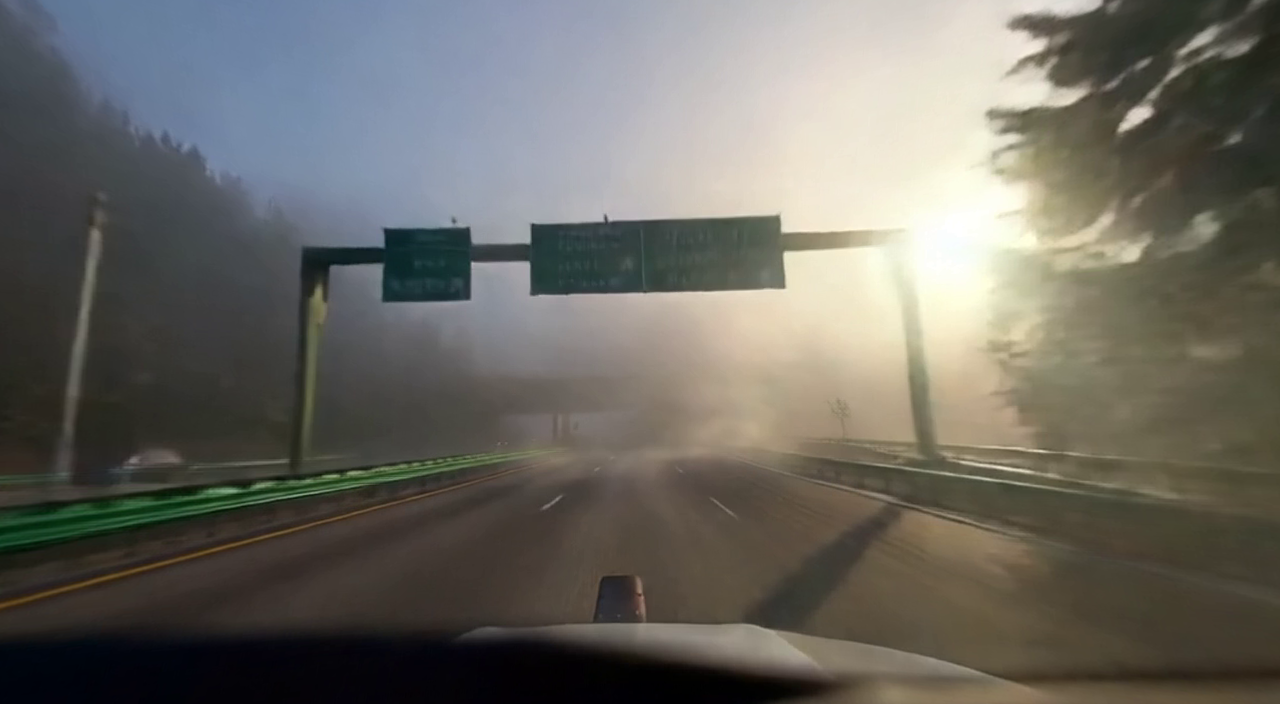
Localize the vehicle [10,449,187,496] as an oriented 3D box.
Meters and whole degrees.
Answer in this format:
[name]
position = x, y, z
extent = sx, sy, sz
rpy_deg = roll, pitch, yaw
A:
[vehicle]
position = -19.139, 4.234, 22.661
extent = 2.167, 1.427, 4.906
rpy_deg = 0, -8, -3
